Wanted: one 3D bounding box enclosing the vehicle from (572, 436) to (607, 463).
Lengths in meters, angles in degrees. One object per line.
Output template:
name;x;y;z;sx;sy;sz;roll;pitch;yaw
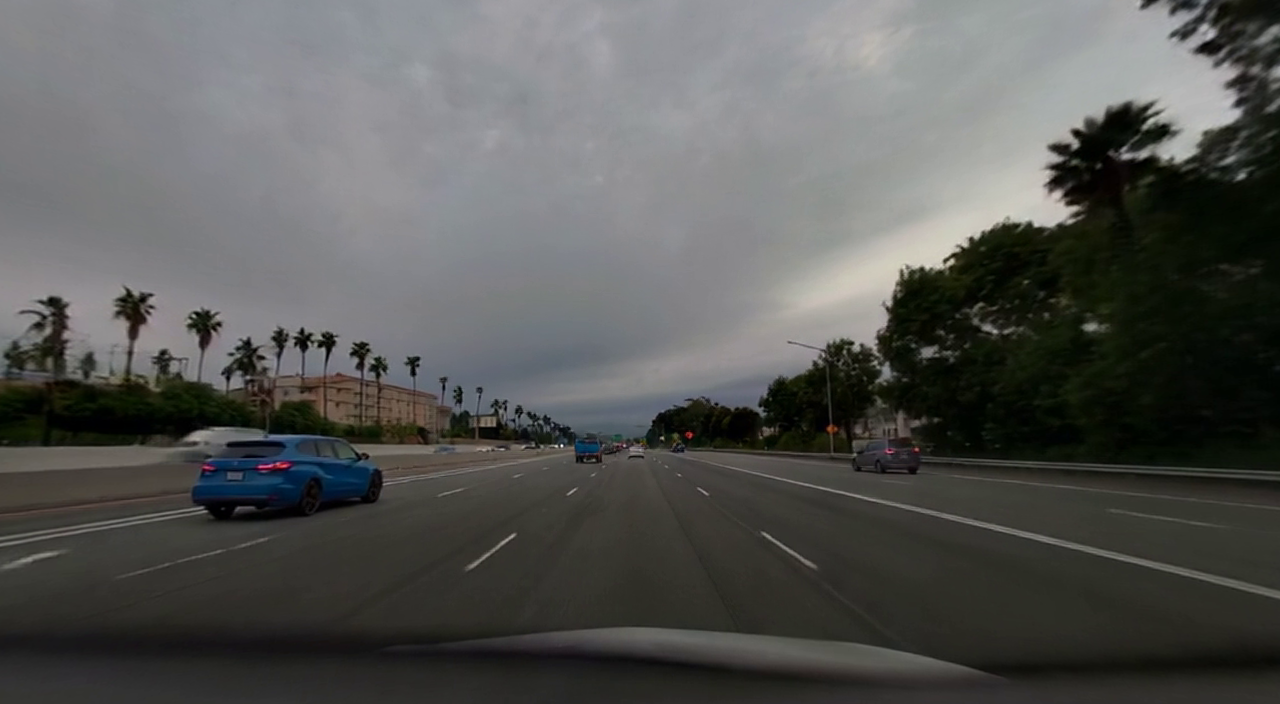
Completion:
vehicle;-3.752;7.353;47.703;2.225;1.967;4.673;0;-9;0

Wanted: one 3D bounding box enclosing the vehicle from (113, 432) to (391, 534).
vehicle;-6.675;2.304;11.786;2.018;1.480;4.999;0;-9;0

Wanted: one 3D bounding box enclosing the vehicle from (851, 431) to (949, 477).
vehicle;11.090;4.402;27.338;2.168;1.792;4.457;0;-9;-2
